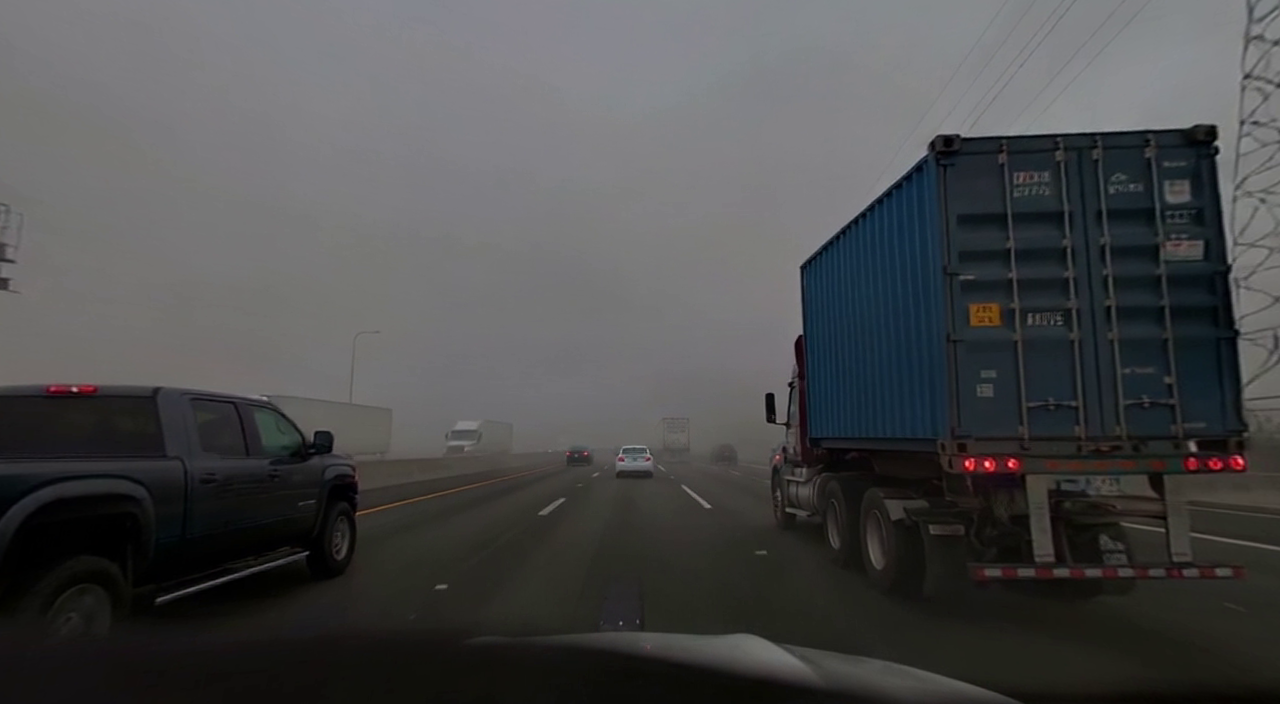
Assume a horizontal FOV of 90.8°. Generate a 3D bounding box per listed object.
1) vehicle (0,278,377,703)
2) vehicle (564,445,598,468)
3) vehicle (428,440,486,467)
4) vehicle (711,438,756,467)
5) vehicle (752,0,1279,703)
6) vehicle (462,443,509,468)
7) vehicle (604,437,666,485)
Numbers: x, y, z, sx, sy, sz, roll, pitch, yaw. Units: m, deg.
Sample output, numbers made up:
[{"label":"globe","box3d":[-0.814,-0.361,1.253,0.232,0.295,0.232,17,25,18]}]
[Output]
[{"label":"vehicle","box3d":[-3.943,0.828,3.492,2.323,2.046,6.006,0,-9,1]},{"label":"vehicle","box3d":[-4.040,7.253,43.926,2.025,1.498,4.675,0,-9,-1]},{"label":"vehicle","box3d":[-14.097,7.840,49.052,2.690,1.920,6.277,0,-9,-1]},{"label":"vehicle","box3d":[6.819,7.416,46.637,2.302,1.973,5.502,0,-9,-2]},{"label":"vehicle","box3d":[3.437,0.349,6.352,3.013,3.940,7.933,0,-9,-1]},{"label":"vehicle","box3d":[-10.642,7.183,43.968,1.975,1.590,5.050,0,-9,1]},{"label":"vehicle","box3d":[-0.211,4.172,24.471,2.191,1.685,4.015,0,-9,-1]}]
